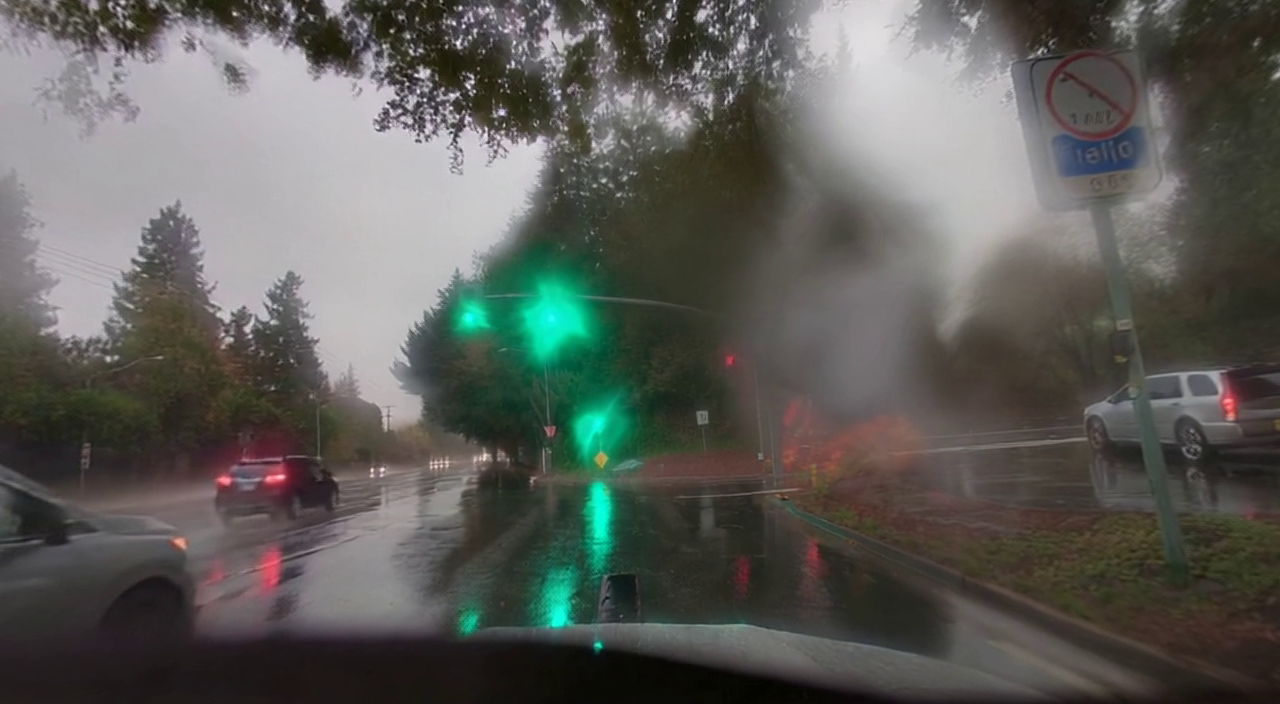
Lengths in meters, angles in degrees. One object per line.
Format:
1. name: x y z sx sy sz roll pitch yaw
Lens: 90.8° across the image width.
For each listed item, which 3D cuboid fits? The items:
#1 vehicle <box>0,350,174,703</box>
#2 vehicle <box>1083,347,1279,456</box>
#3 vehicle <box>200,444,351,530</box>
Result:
1. vehicle: -3.289 0.638 0.776 2.134 1.707 4.471 0 -8 -3
2. vehicle: 10.663 1.062 11.784 1.855 1.669 4.529 -1 -9 6
3. vehicle: -9.066 3.315 16.197 2.062 1.740 4.198 -2 -8 -11
